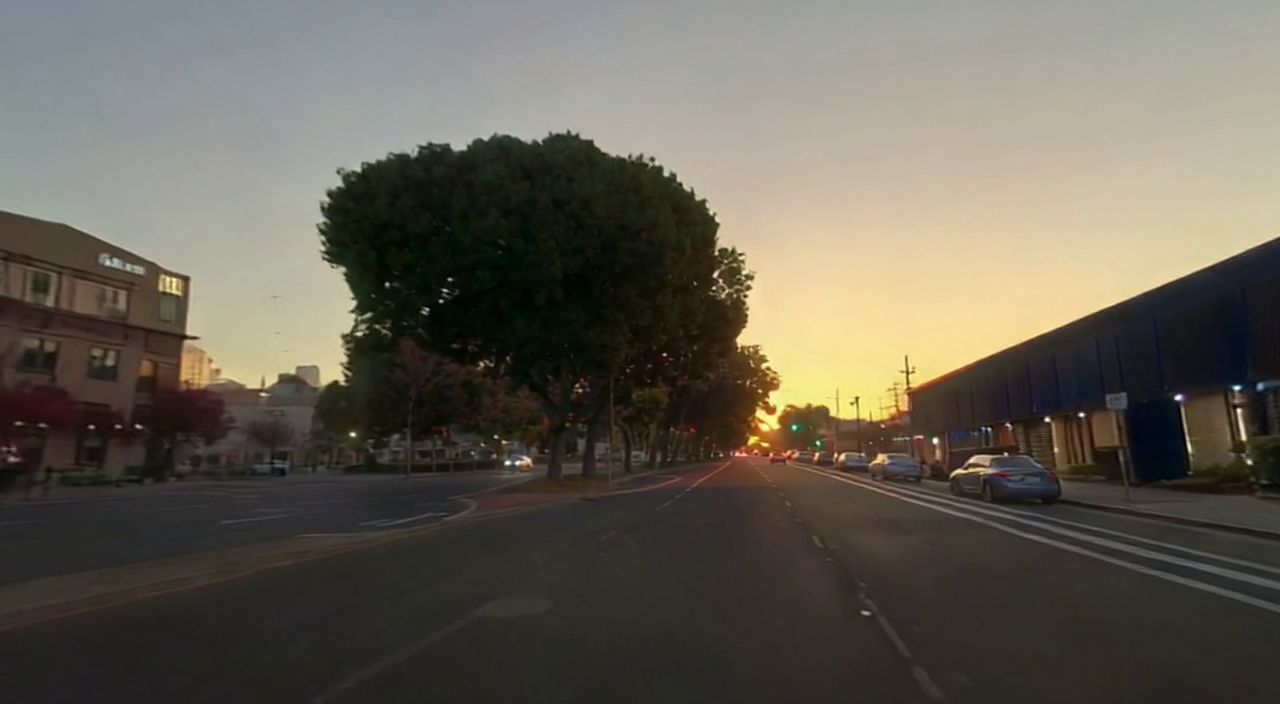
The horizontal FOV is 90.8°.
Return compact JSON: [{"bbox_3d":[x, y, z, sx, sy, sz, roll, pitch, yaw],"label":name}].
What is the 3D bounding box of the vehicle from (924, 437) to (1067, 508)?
[{"bbox_3d":[10.465,3.527,19.079,2.152,1.869,4.476,-1,-8,8],"label":"vehicle"}]
